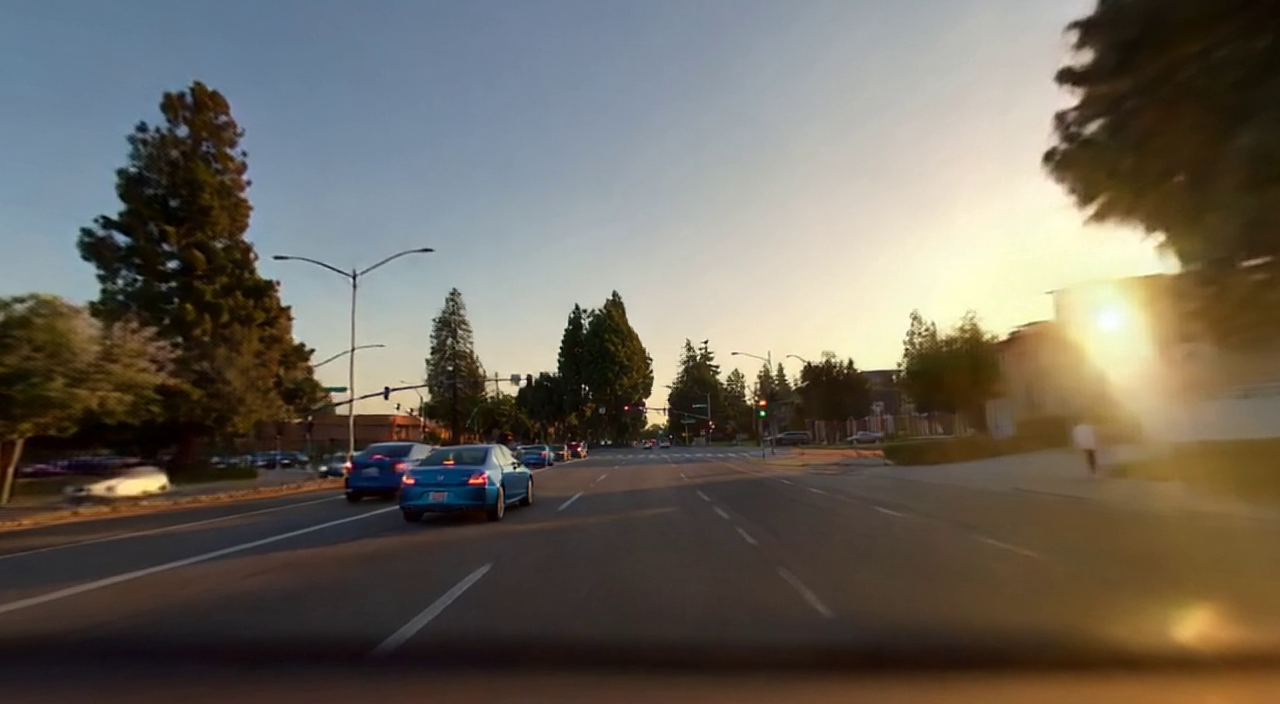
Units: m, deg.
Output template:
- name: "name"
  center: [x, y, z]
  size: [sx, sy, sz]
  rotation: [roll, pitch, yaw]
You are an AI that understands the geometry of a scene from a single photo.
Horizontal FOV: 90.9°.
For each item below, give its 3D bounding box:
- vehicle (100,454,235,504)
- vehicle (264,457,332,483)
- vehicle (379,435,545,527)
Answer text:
- name: "vehicle"
  center: [-17.911, 4.793, 24.190]
  size: [1.832, 1.628, 4.222]
  rotation: [-1, -8, 1]
- name: "vehicle"
  center: [-21.622, 7.441, 40.063]
  size: [1.757, 1.472, 4.563]
  rotation: [-1, -8, 1]
- name: "vehicle"
  center: [-3.245, 2.444, 12.537]
  size: [1.924, 1.480, 4.421]
  rotation: [-1, -9, 1]
